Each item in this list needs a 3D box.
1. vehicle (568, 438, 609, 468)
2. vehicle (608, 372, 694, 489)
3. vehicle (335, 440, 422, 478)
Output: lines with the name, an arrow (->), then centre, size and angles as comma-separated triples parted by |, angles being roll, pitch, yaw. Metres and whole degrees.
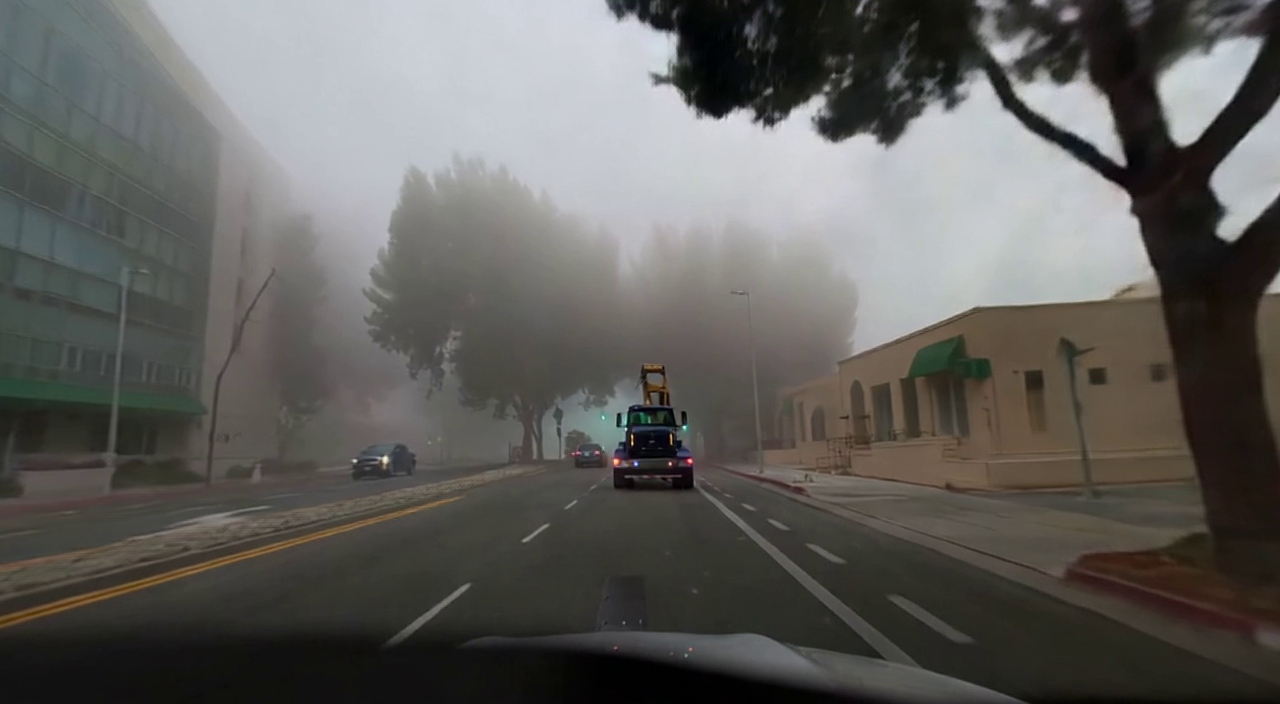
vehicle -> -3.048, 6.088, 38.192 | 2.081, 1.688, 4.235 | 0, -9, 1
vehicle -> 0.268, 3.165, 24.493 | 2.552, 3.461, 11.044 | -1, -8, -1
vehicle -> -14.756, 6.065, 36.136 | 2.225, 1.946, 6.187 | 0, -9, 1
